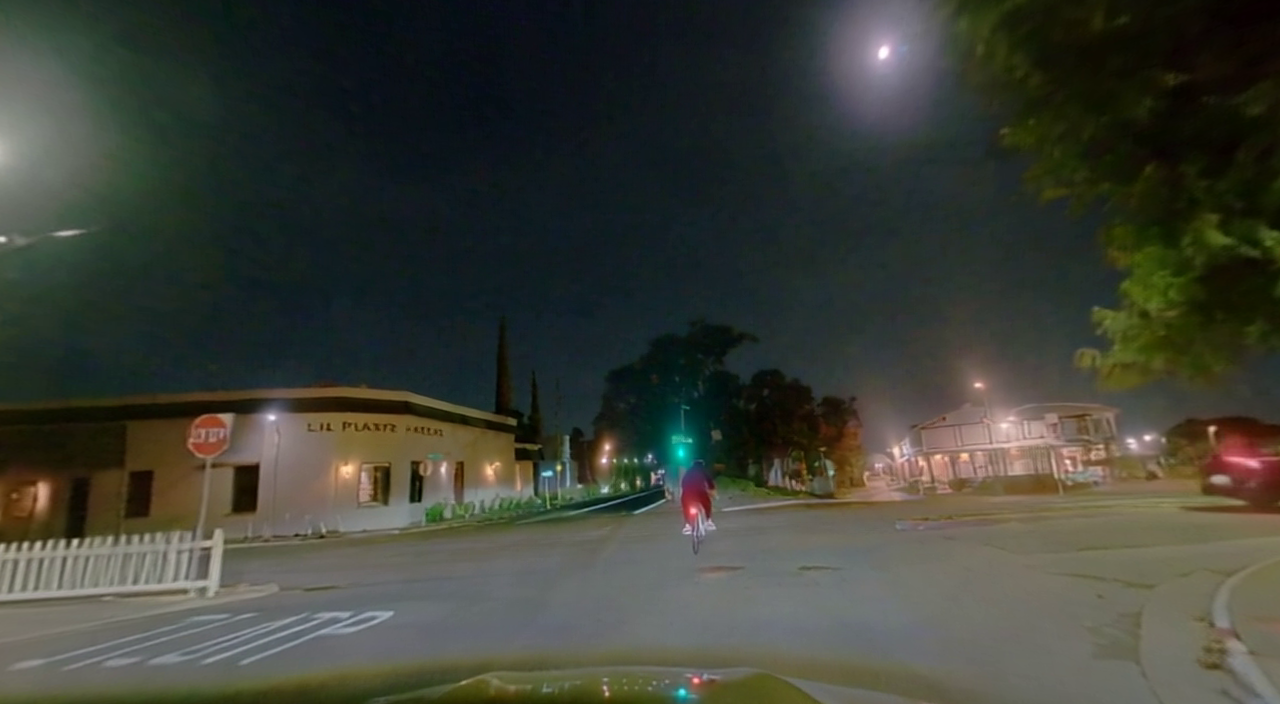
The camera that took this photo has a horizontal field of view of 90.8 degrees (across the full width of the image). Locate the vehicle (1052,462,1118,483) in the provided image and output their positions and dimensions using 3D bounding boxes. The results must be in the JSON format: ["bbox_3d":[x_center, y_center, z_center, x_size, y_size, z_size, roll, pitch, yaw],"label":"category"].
[{"bbox_3d":[34.322,9.334,48.770,3.794,1.403,1.636,-2,-11,-1],"label":"vehicle"}]

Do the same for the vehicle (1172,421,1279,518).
[{"bbox_3d":[12.489,1.897,10.310,5.323,1.479,2.112,-2,-9,11],"label":"vehicle"}]
